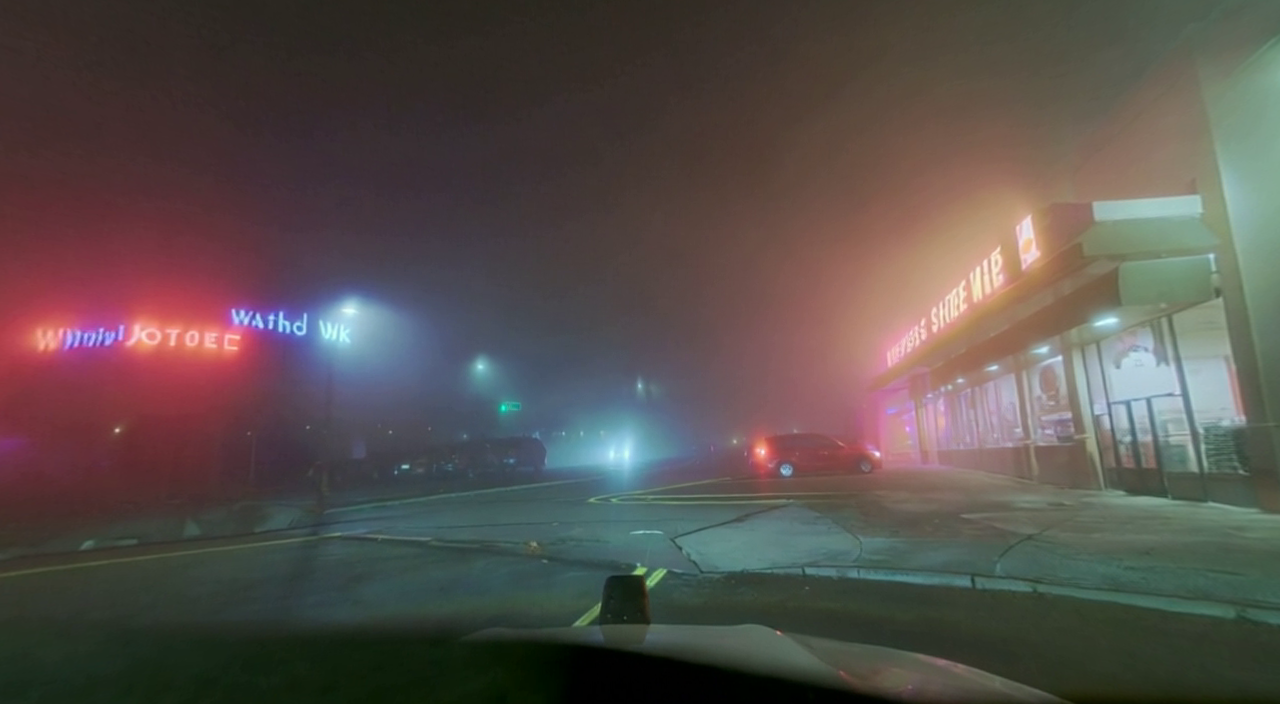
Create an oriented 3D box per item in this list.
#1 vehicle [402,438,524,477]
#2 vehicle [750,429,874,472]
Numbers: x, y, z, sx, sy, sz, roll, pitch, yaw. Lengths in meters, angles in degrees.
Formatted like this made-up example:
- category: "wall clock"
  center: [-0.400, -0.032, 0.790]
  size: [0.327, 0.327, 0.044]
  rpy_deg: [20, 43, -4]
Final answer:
- category: "vehicle"
  center: [-7.748, 4.617, 27.765]
  size: [4.814, 1.618, 1.869]
  rpy_deg: [-2, -9, 11]
- category: "vehicle"
  center: [7.302, 4.175, 26.836]
  size: [4.706, 1.663, 1.993]
  rpy_deg: [-4, -9, 26]
